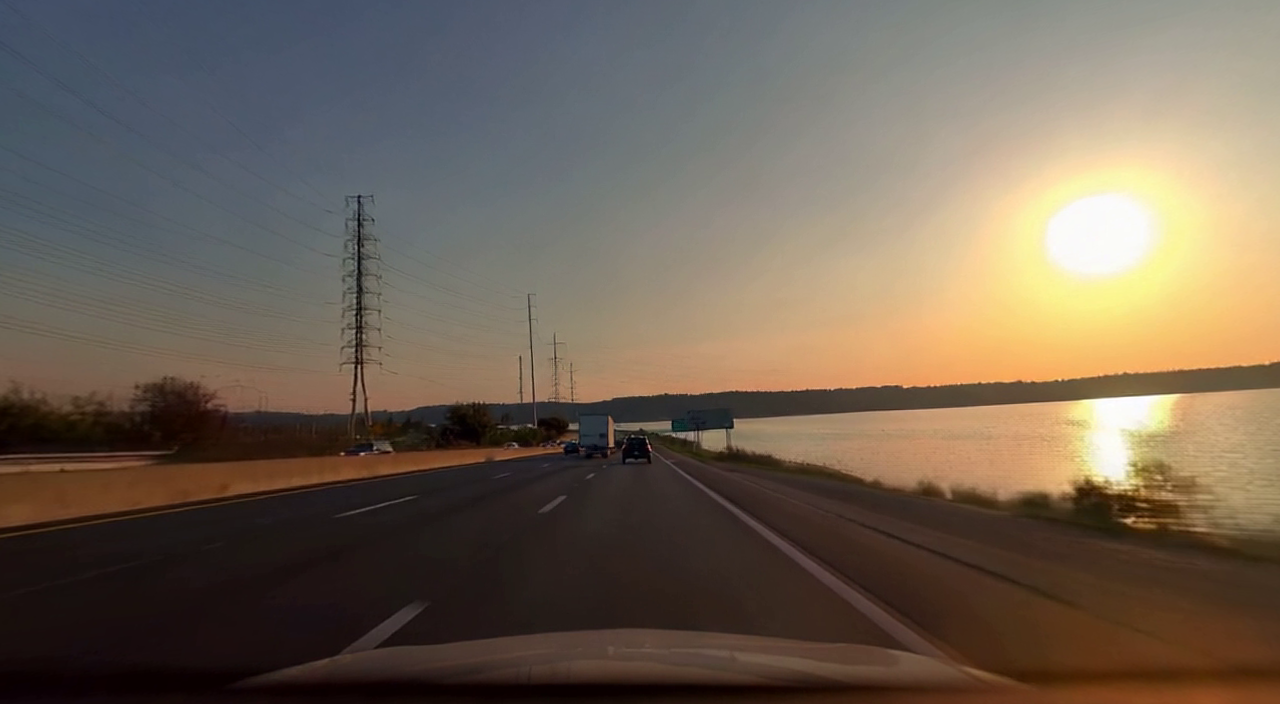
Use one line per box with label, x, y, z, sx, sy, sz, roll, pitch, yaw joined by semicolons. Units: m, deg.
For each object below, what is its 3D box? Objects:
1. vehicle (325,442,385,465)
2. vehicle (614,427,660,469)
vehicle;-19.488;6.971;43.402;1.991;1.480;4.777;0;-8;-1
vehicle;-0.157;5.305;34.861;2.358;2.144;4.713;0;-8;0
